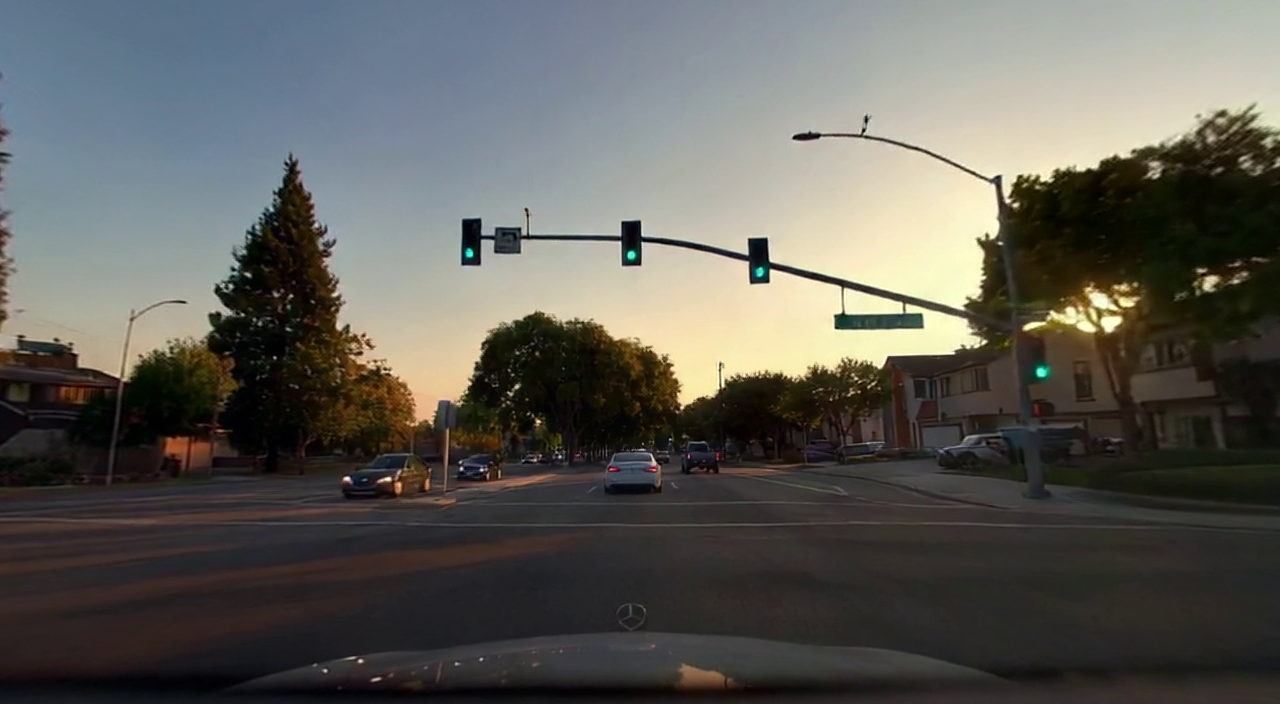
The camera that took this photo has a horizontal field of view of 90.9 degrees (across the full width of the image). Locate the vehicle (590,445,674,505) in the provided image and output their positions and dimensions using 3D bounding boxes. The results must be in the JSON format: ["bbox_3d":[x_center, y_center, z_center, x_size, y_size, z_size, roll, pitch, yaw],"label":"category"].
[{"bbox_3d":[-0.189,3.444,18.103,2.140,1.474,4.026,0,-8,0],"label":"vehicle"}]

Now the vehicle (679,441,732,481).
[{"bbox_3d":[3.108,5.239,30.681,2.073,1.822,4.276,0,-8,-1],"label":"vehicle"}]

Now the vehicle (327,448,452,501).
[{"bbox_3d":[-8.201,4.019,21.243,2.121,1.513,4.832,-1,-9,2],"label":"vehicle"}]

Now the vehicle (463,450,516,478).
[{"bbox_3d":[-8.763,6.545,37.184,2.035,1.463,4.527,0,-8,0],"label":"vehicle"}]
